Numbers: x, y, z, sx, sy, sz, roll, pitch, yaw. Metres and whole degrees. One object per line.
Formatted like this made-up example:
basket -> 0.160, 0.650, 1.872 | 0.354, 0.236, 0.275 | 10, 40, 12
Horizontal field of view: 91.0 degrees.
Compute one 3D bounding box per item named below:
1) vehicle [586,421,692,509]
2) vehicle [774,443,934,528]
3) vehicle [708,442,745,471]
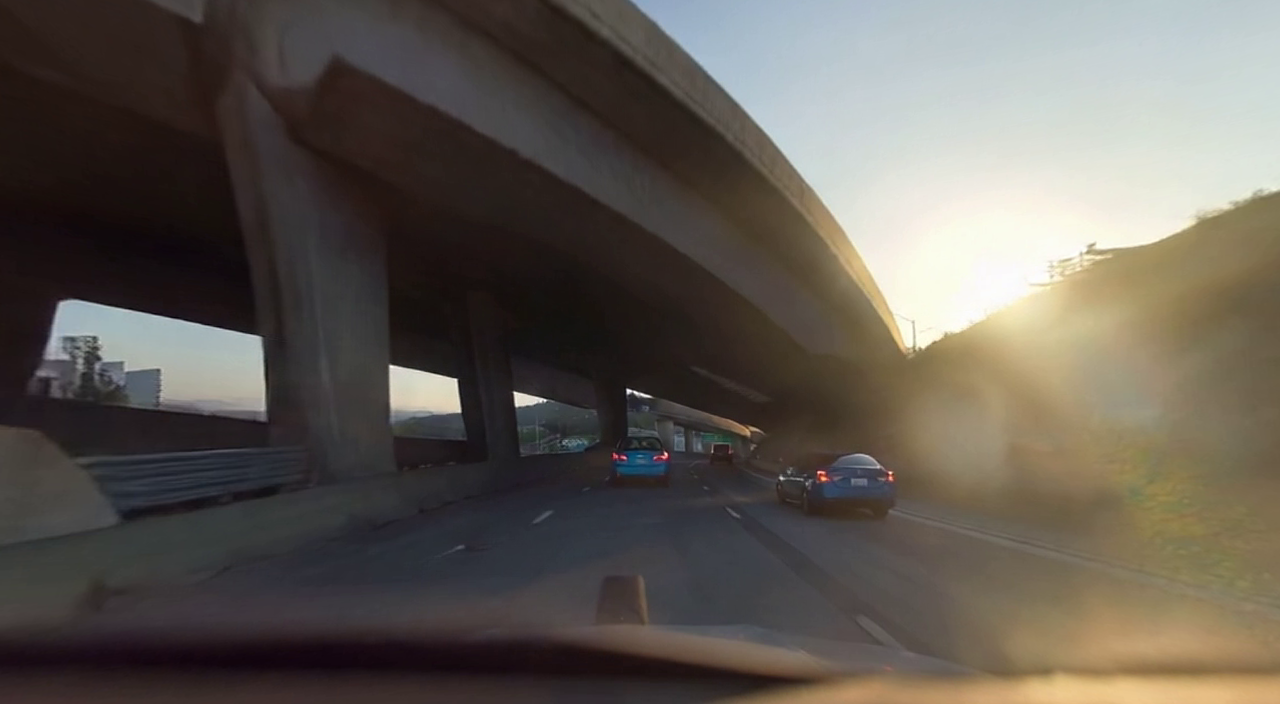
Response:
vehicle -> 0.060, 2.781, 15.812 | 2.264, 1.841, 4.583 | 0, -9, 2
vehicle -> 4.273, 2.715, 13.364 | 2.047, 1.500, 4.017 | 0, -9, 1
vehicle -> 5.467, 6.676, 40.238 | 2.047, 1.700, 4.069 | 0, -9, 4
